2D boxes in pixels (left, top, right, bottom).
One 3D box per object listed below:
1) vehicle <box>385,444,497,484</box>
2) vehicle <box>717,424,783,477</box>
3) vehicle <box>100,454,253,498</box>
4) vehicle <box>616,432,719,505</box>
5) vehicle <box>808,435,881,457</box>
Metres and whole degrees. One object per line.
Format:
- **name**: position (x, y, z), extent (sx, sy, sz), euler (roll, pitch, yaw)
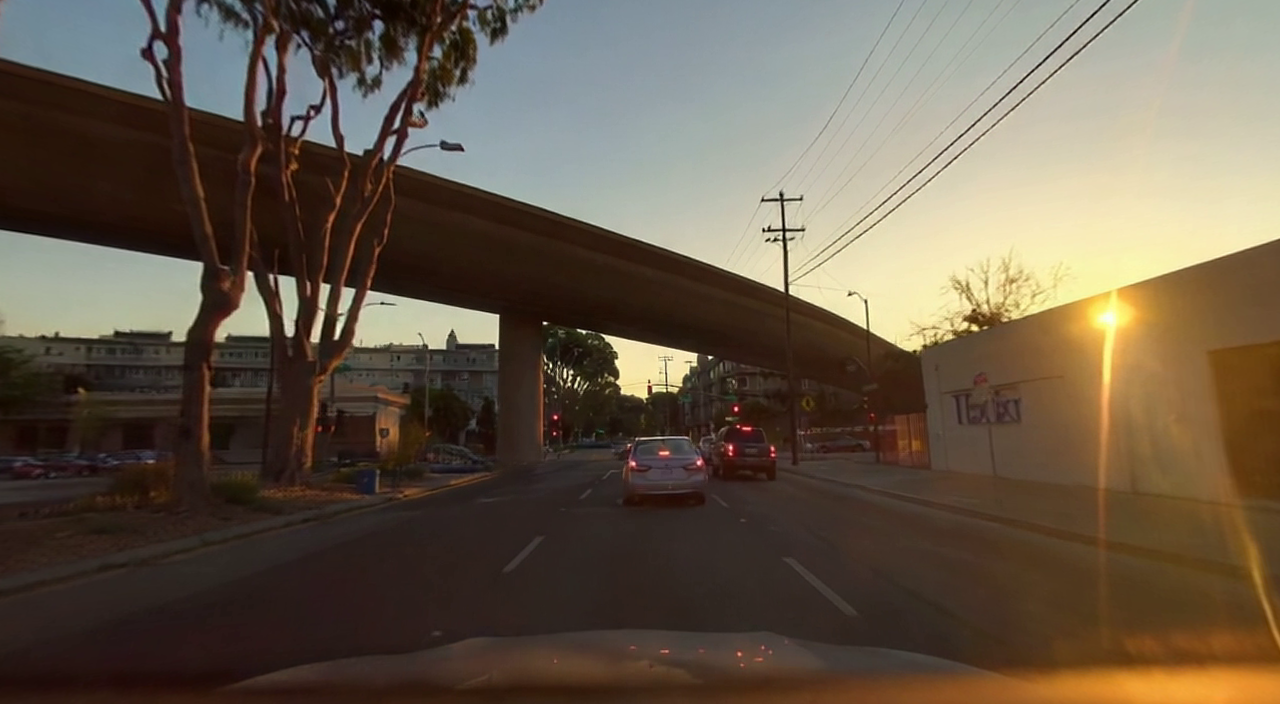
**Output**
- **vehicle**: position (-8.968, 5.044, 28.798), extent (1.832, 1.611, 4.546), euler (-7, -11, 40)
- **vehicle**: position (4.453, 4.087, 26.267), extent (2.080, 1.999, 4.379), euler (0, -8, 2)
- **vehicle**: position (-17.777, 4.705, 24.404), extent (1.873, 1.462, 4.283), euler (-6, -10, 32)
- **vehicle**: position (0.581, 2.697, 15.018), extent (2.101, 1.467, 4.210), euler (0, -8, 1)
- **vehicle**: position (14.498, 6.680, 44.790), extent (4.498, 1.439, 1.842), euler (0, -8, -1)
